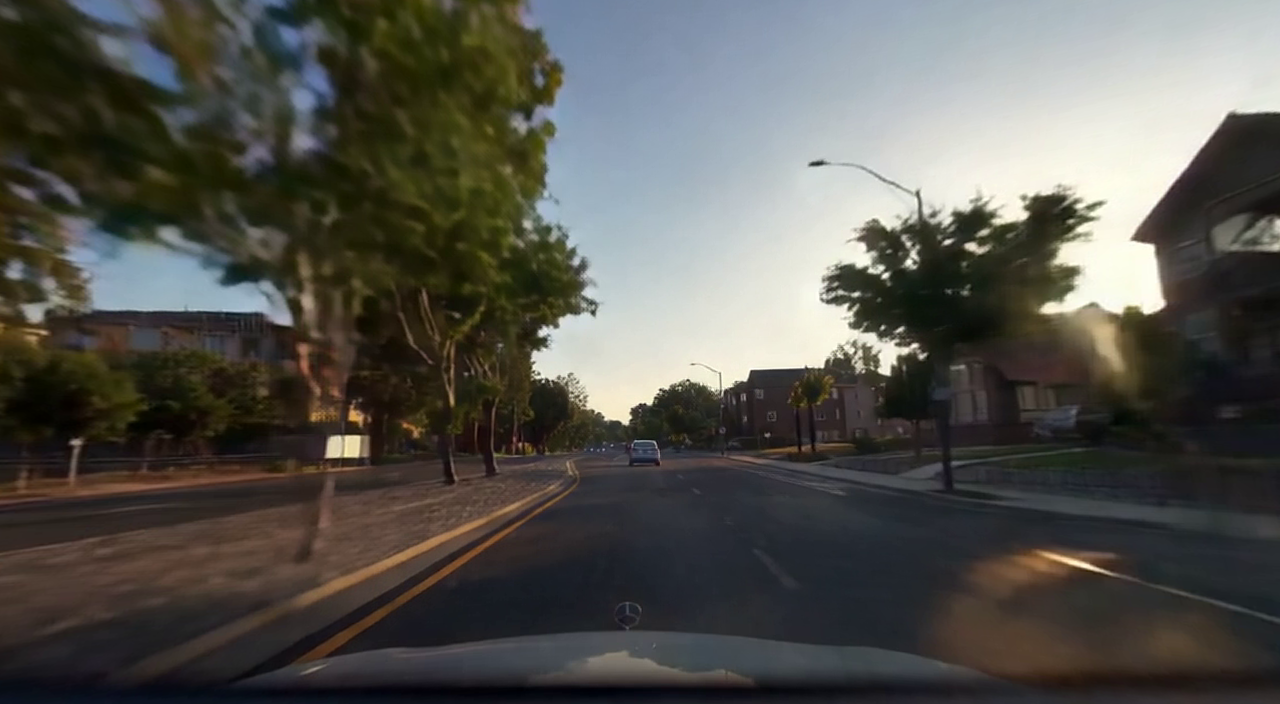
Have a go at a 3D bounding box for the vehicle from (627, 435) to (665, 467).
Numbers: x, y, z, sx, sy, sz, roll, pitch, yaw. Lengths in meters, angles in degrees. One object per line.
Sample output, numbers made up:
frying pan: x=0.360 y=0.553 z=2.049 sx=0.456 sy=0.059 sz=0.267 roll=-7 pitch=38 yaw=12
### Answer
vehicle: x=0.300 y=5.853 z=37.258 sx=2.165 sy=1.783 sz=4.391 roll=0 pitch=-8 yaw=-1
